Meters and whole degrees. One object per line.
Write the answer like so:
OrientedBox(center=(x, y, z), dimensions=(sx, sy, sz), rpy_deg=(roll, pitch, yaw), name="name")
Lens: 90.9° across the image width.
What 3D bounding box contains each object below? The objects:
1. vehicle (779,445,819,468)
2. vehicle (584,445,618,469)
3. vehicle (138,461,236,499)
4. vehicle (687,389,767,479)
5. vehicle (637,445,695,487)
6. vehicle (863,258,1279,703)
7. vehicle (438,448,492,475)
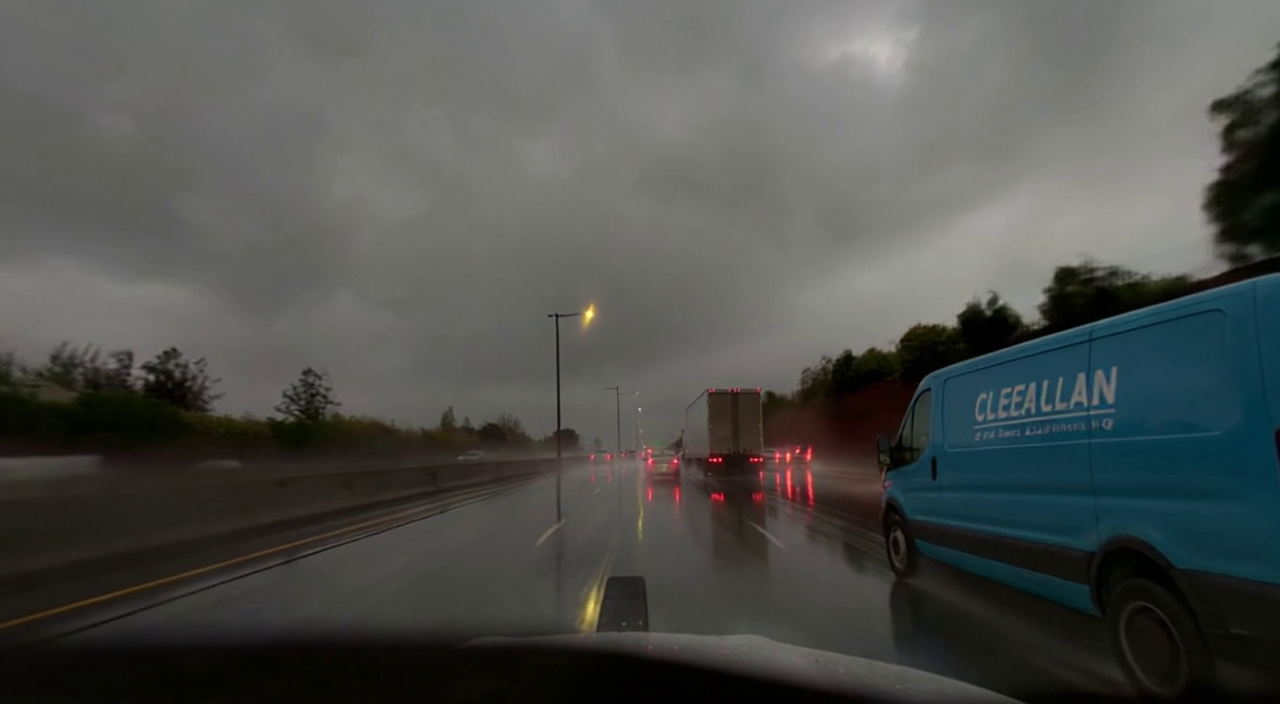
OrientedBox(center=(11.269, 7.444, 44.907), dimensions=(1.870, 1.525, 3.680), rpy_deg=(0, -9, 0), name="vehicle")
OrientedBox(center=(-2.797, 7.664, 46.196), dimensions=(2.182, 1.601, 4.364), rpy_deg=(0, -9, 1), name="vehicle")
OrientedBox(center=(-23.389, 6.581, 32.824), dimensions=(1.872, 1.709, 4.341), rpy_deg=(0, -9, -1), name="vehicle")
OrientedBox(center=(4.423, 4.680, 35.047), dimensions=(2.821, 4.077, 12.562), rpy_deg=(0, -9, 1), name="vehicle")
OrientedBox(center=(0.928, 4.416, 24.752), dimensions=(2.063, 1.469, 4.208), rpy_deg=(0, -9, 0), name="vehicle")
OrientedBox(center=(3.669, 0.903, 3.975), dimensions=(2.441, 2.017, 5.739), rpy_deg=(0, -9, 1), name="vehicle")
OrientedBox(center=(-11.731, 7.335, 42.642), dimensions=(2.115, 1.685, 4.831), rpy_deg=(0, -9, 1), name="vehicle")
